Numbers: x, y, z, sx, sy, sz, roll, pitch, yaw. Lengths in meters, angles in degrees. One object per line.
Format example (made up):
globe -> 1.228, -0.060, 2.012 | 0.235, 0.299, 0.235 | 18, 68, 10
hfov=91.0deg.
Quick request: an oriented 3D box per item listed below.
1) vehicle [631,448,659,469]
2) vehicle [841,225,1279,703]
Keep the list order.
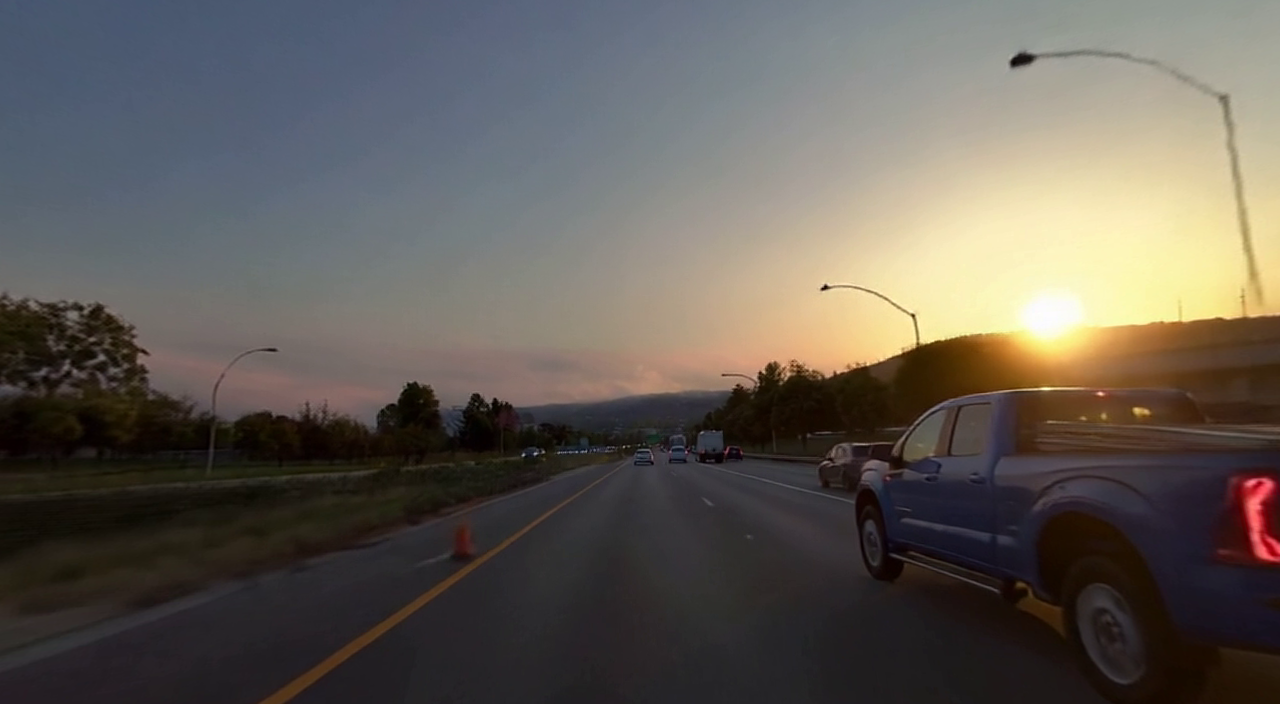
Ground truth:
vehicle -> 0.349, 8.098, 48.077 | 2.030, 1.473, 3.926 | 0, -9, 0
vehicle -> 3.546, 0.917, 4.493 | 2.354, 2.079, 5.586 | 0, -9, 0
